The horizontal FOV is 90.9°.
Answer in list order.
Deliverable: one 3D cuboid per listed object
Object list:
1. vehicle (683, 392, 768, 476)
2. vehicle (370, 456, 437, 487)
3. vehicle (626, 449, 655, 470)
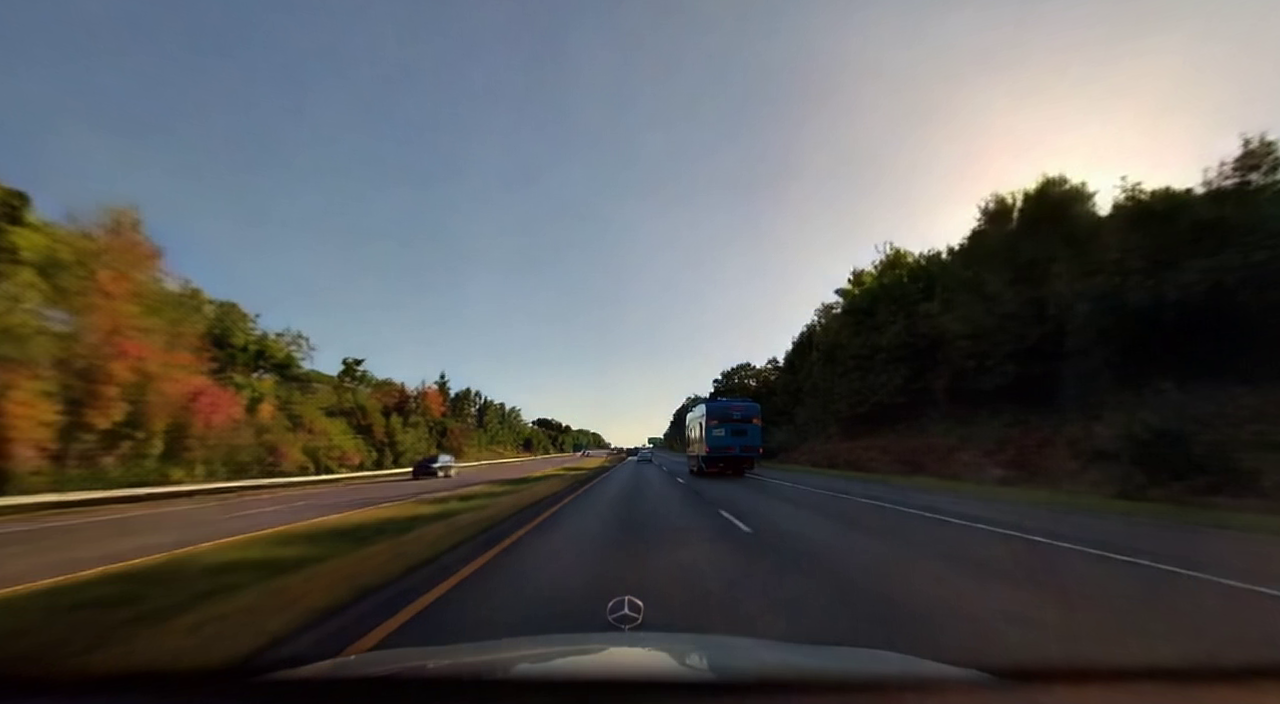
[{"bbox_3d":[4.675,5.133,38.114,2.939,4.129,14.300,0,-9,-1],"label":"vehicle"},{"bbox_3d":[-12.598,6.387,33.888,1.897,1.476,4.243,0,-9,0],"label":"vehicle"},{"bbox_3d":[0.000,7.335,43.059,1.926,1.386,3.615,0,-9,-1],"label":"vehicle"}]
